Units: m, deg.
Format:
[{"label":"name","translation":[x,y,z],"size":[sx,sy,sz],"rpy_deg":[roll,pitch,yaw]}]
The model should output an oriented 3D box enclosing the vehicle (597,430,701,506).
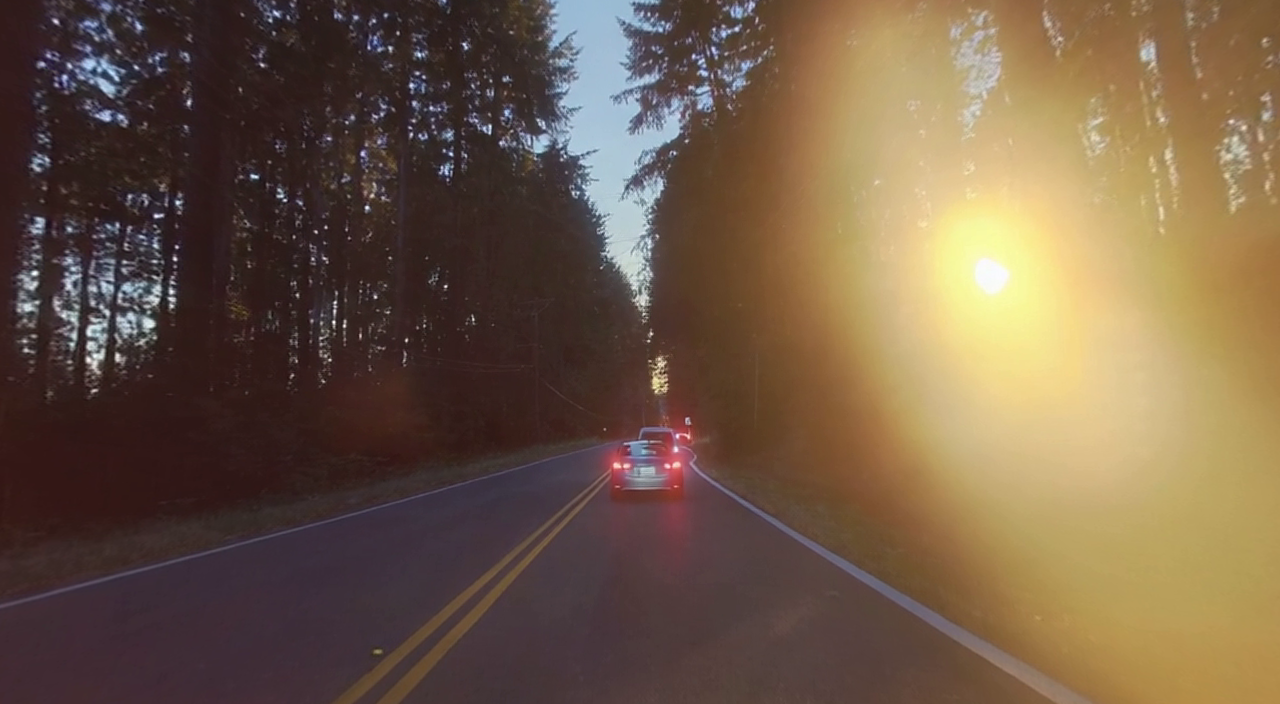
[{"label":"vehicle","translation":[0.166,2.607,14.576],"size":[2.081,1.503,3.726],"rpy_deg":[0,-8,-1]}]
